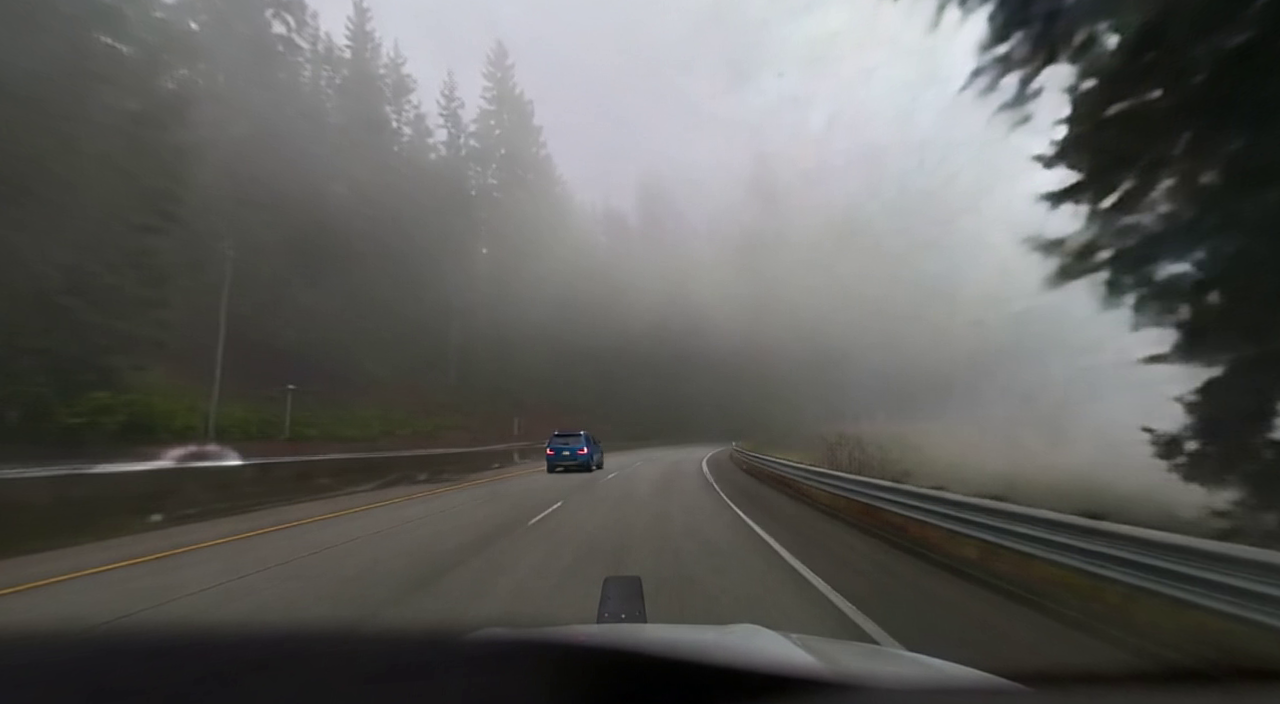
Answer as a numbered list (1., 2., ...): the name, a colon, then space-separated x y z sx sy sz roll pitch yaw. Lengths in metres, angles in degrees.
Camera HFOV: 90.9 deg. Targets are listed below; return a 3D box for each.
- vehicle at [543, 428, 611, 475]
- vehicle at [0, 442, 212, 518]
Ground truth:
1. vehicle: -2.504 4.107 26.115 2.005 1.752 4.479 -1 -8 5
2. vehicle: -12.709 2.922 15.015 1.916 1.506 4.401 -1 -8 1
